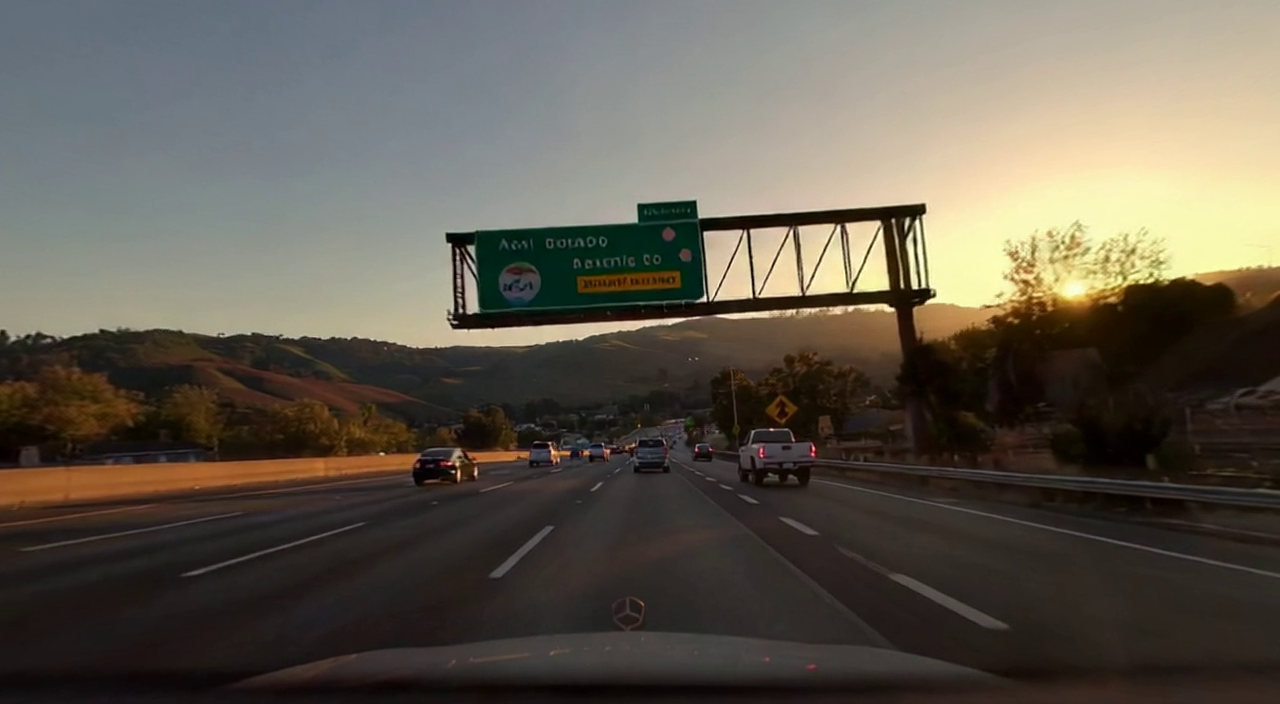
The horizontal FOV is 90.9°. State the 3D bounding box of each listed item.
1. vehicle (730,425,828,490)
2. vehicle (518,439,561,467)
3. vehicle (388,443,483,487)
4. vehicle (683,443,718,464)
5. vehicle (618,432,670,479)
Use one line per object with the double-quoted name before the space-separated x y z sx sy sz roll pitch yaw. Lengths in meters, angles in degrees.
"vehicle" 4.372 3.409 20.674 2.029 1.859 4.669 0 -8 -1
"vehicle" -6.909 7.017 43.990 2.160 1.799 5.001 0 -8 0
"vehicle" -7.587 4.216 23.967 1.916 1.482 4.908 0 -8 0
"vehicle" 4.306 7.271 45.385 1.998 1.456 4.338 0 -8 -1
"vehicle" 0.154 4.412 27.102 2.052 1.808 3.898 0 -8 0
